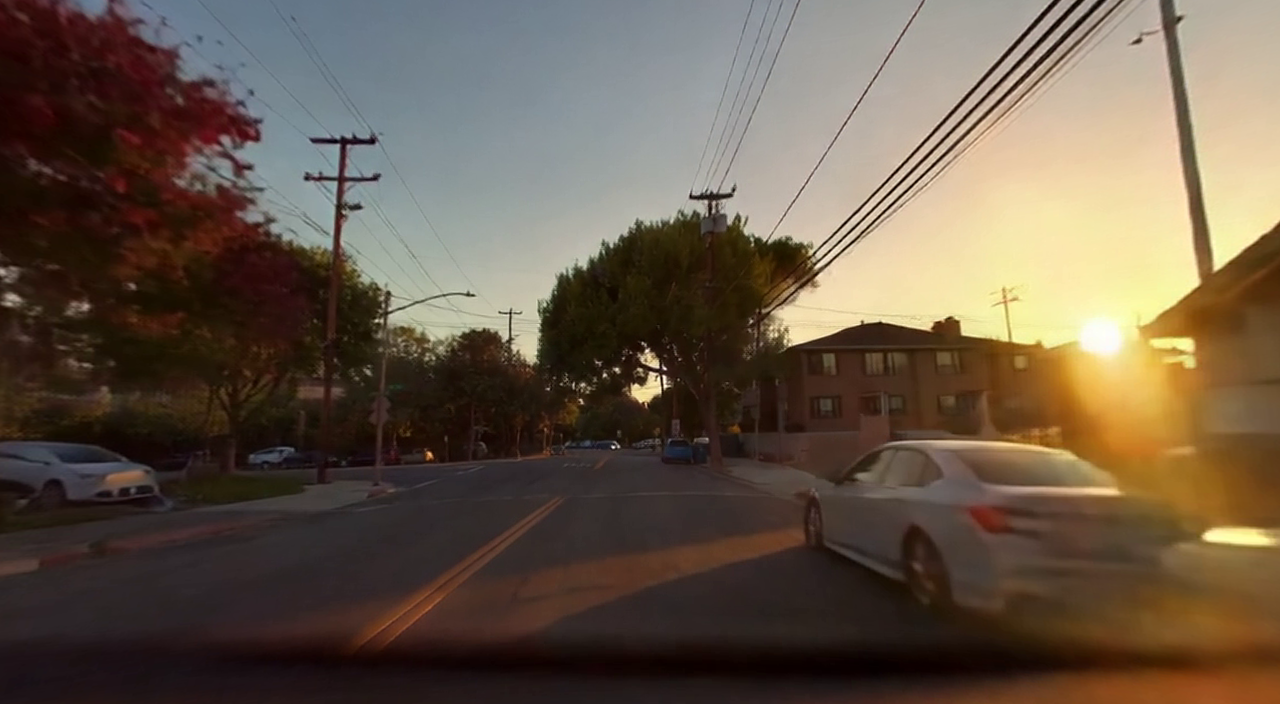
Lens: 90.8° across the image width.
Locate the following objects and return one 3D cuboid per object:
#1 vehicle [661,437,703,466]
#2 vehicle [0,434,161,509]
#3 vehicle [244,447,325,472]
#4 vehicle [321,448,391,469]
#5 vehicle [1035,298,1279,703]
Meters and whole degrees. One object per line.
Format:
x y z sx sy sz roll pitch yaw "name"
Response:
2.402 5.789 36.806 1.999 1.604 4.065 0 -9 -2 "vehicle"
-16.820 3.403 18.076 4.822 1.868 2.015 3 -10 -38 "vehicle"
-25.042 7.597 44.654 1.814 1.462 4.703 -8 -10 30 "vehicle"
-22.013 8.234 49.080 1.797 1.446 4.694 -4 -9 30 "vehicle"
3.179 0.545 0.841 2.146 1.781 4.634 0 -9 -2 "vehicle"
